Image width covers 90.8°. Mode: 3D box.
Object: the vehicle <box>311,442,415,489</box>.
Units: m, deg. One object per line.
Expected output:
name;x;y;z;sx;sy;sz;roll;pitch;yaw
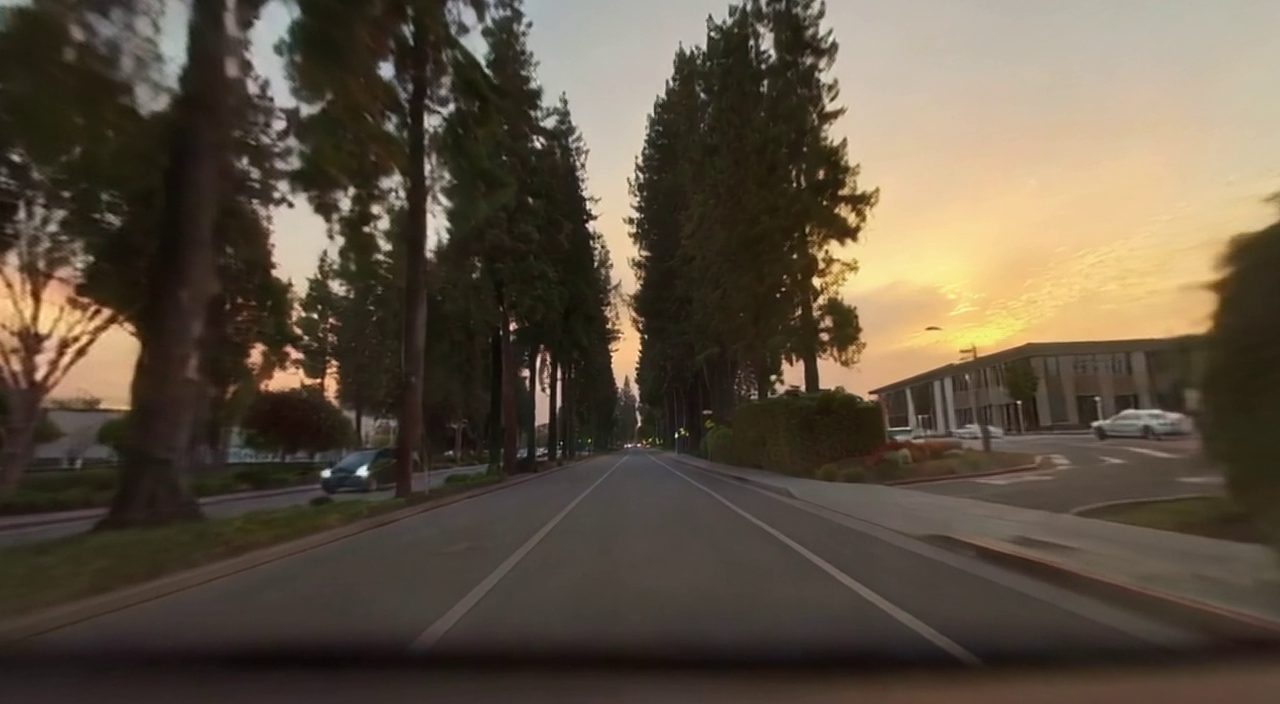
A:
vehicle;-13.506;5.524;31.316;2.505;2.059;5.803;0;-8;0
